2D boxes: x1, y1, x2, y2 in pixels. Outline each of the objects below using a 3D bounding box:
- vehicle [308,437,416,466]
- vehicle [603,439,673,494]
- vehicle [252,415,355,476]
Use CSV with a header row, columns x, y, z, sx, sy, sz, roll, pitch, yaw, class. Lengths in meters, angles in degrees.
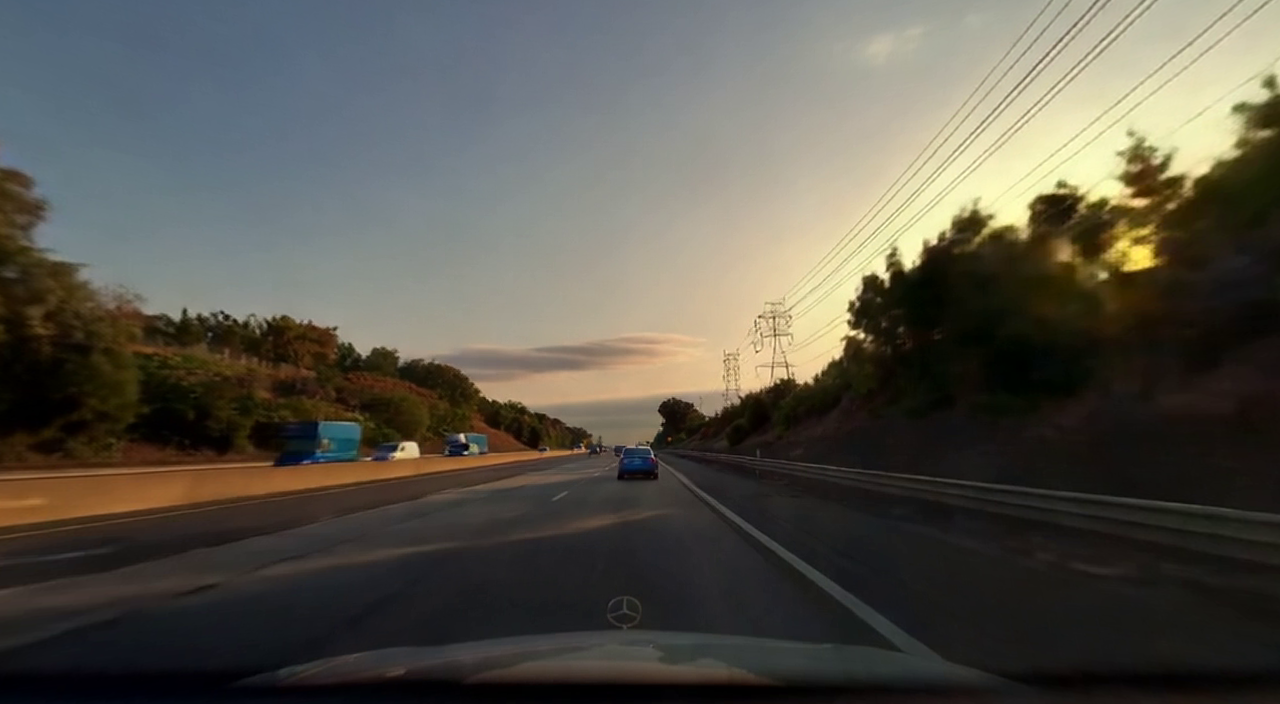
x,y,z,sx,sy,sz,roll,pitch,yaw,class
-20.406,7.424,47.301,2.783,1.863,11.406,0,-8,1,vehicle
-0.076,3.511,19.712,1.966,1.499,4.298,0,-9,-1,vehicle
-20.527,5.797,38.953,2.891,3.408,5.972,0,-9,1,vehicle
